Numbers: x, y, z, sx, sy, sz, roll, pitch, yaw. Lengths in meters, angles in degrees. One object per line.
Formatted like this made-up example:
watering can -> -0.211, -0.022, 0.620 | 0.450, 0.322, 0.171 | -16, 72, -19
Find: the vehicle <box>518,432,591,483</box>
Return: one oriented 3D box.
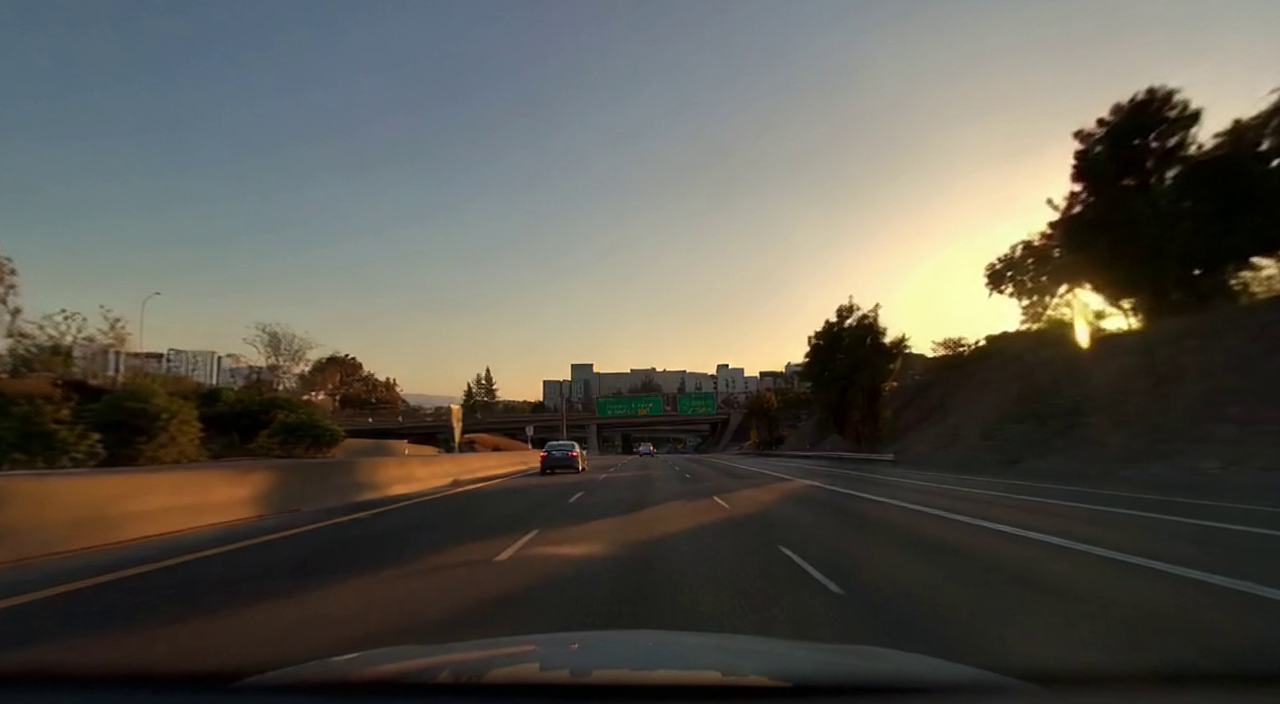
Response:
vehicle -> -3.054, 3.885, 23.494 | 2.072, 1.706, 4.359 | 0, -8, 1
